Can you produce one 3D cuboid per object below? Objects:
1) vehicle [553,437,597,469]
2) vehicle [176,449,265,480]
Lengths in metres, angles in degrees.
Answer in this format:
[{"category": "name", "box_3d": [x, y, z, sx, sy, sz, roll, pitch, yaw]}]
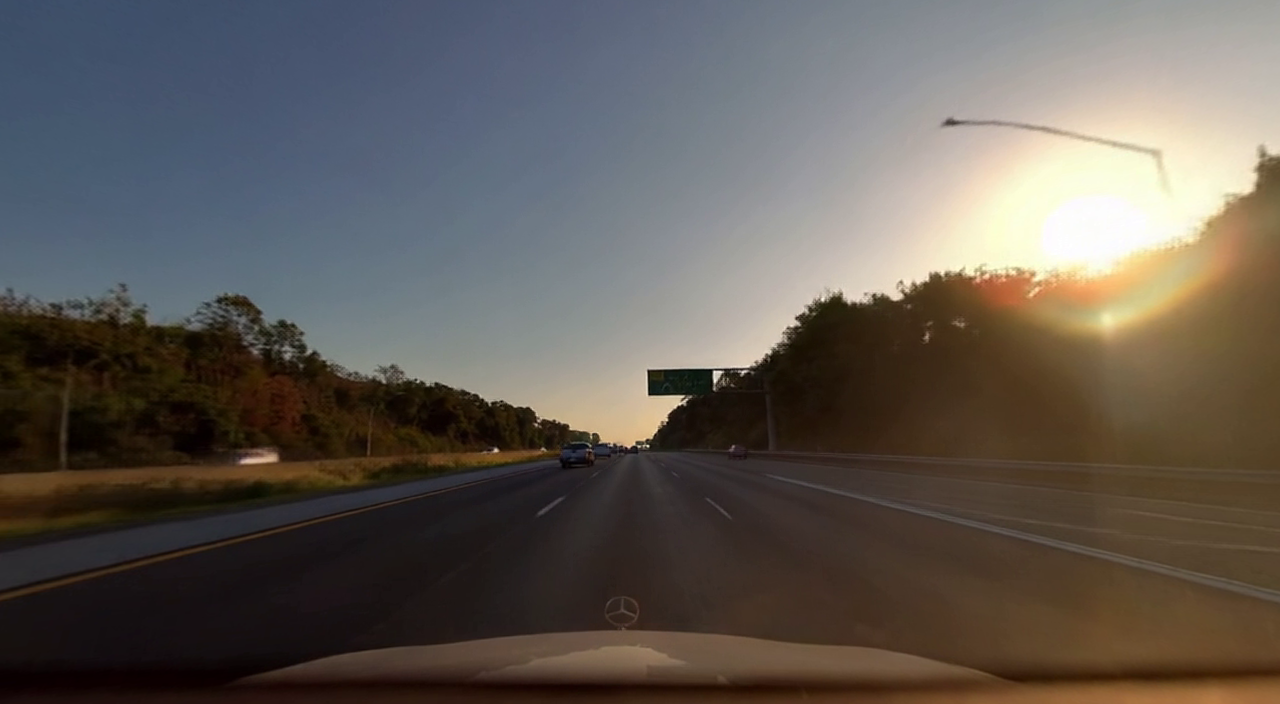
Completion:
[{"category": "vehicle", "box_3d": [-3.819, 6.055, 37.913, 2.114, 1.774, 4.427, 0, -9, 0]}, {"category": "vehicle", "box_3d": [-29.083, 7.784, 44.105, 2.191, 1.939, 5.830, 0, -9, 0]}]
